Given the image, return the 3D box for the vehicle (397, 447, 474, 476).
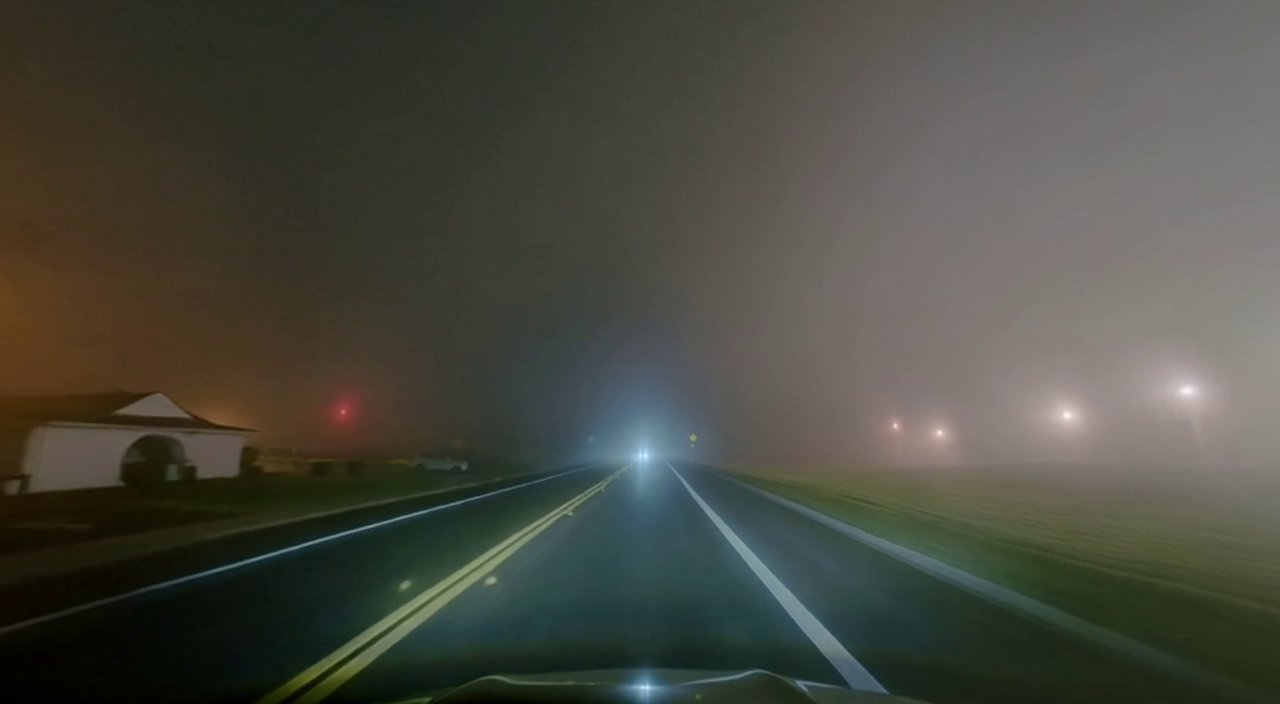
[{"bbox_3d":[-13.246,7.074,40.844,4.310,1.723,1.915,-2,-8,14],"label":"vehicle"}]
